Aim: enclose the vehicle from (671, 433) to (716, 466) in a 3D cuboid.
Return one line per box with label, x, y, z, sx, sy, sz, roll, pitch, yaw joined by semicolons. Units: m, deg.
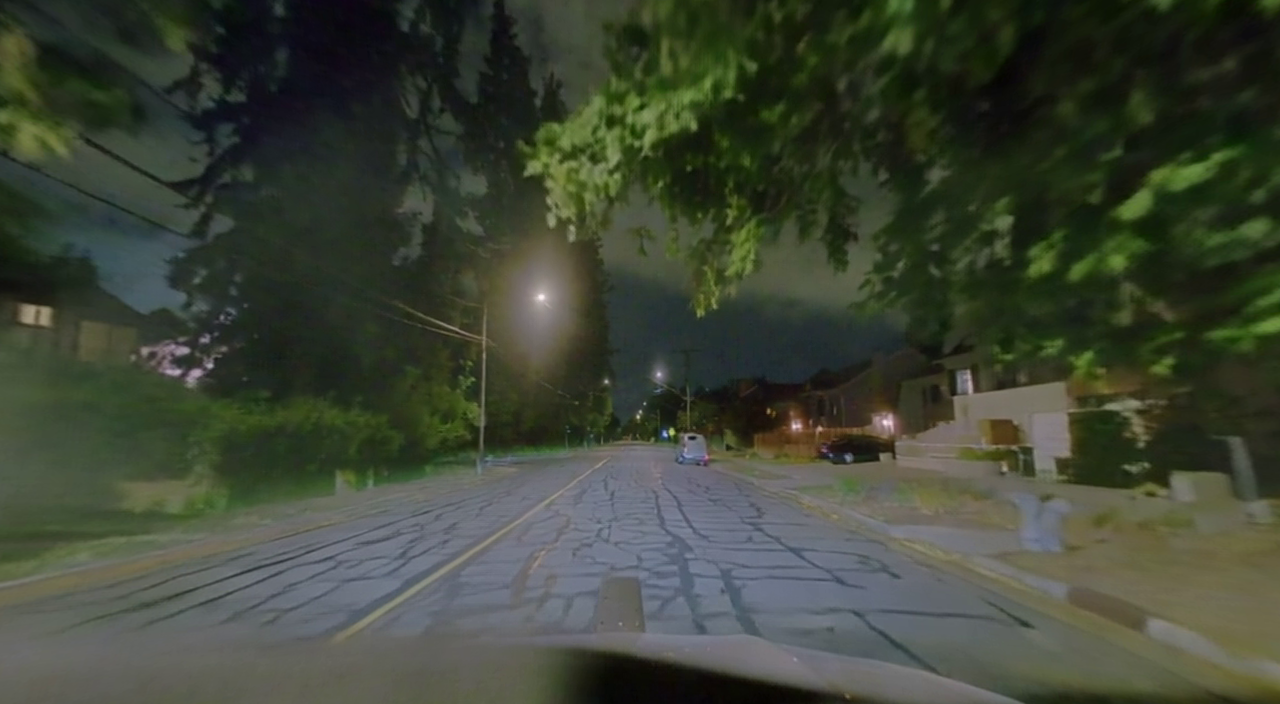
vehicle;2.941;5.462;35.517;2.086;1.726;4.384;0;-8;0
